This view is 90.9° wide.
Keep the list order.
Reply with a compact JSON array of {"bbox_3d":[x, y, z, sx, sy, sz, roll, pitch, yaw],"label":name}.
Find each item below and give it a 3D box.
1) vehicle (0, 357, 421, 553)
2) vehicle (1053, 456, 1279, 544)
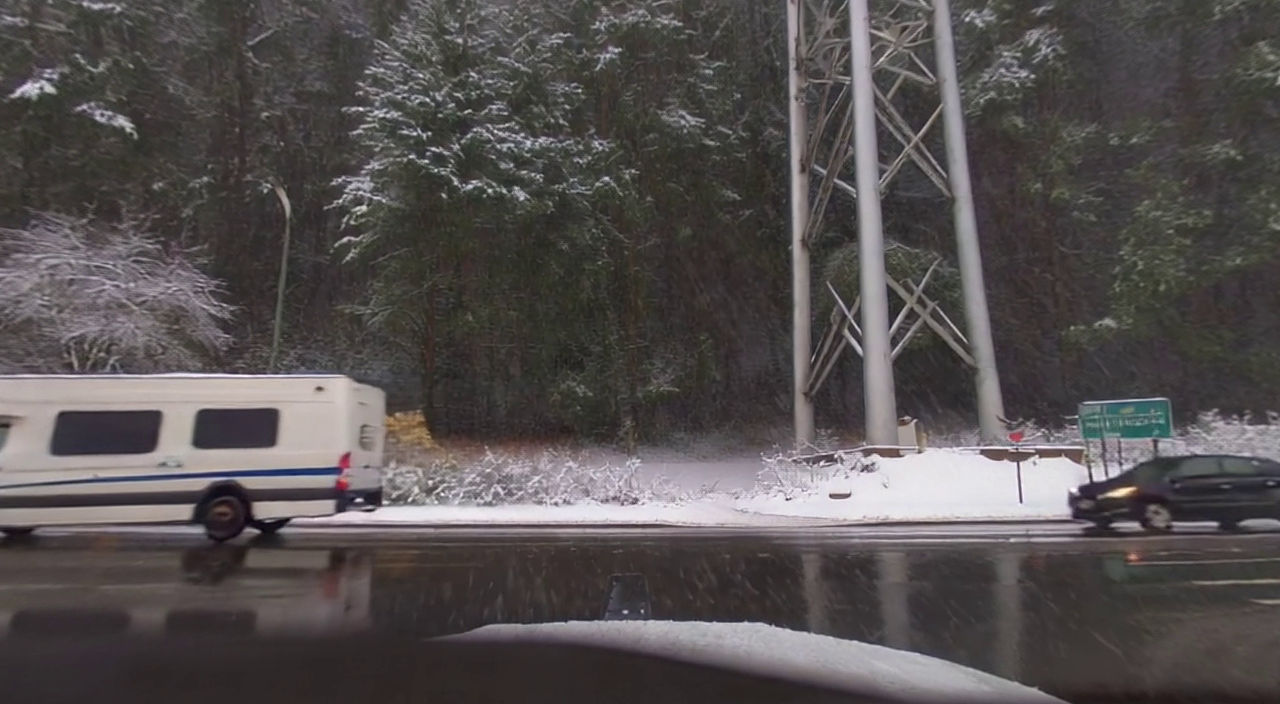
[{"bbox_3d":[-8.743,1.886,11.834,8.152,3.185,2.776,0,-9,-3],"label":"vehicle"},{"bbox_3d":[10.749,2.791,12.200,4.092,1.486,1.973,0,-9,-2],"label":"vehicle"}]
